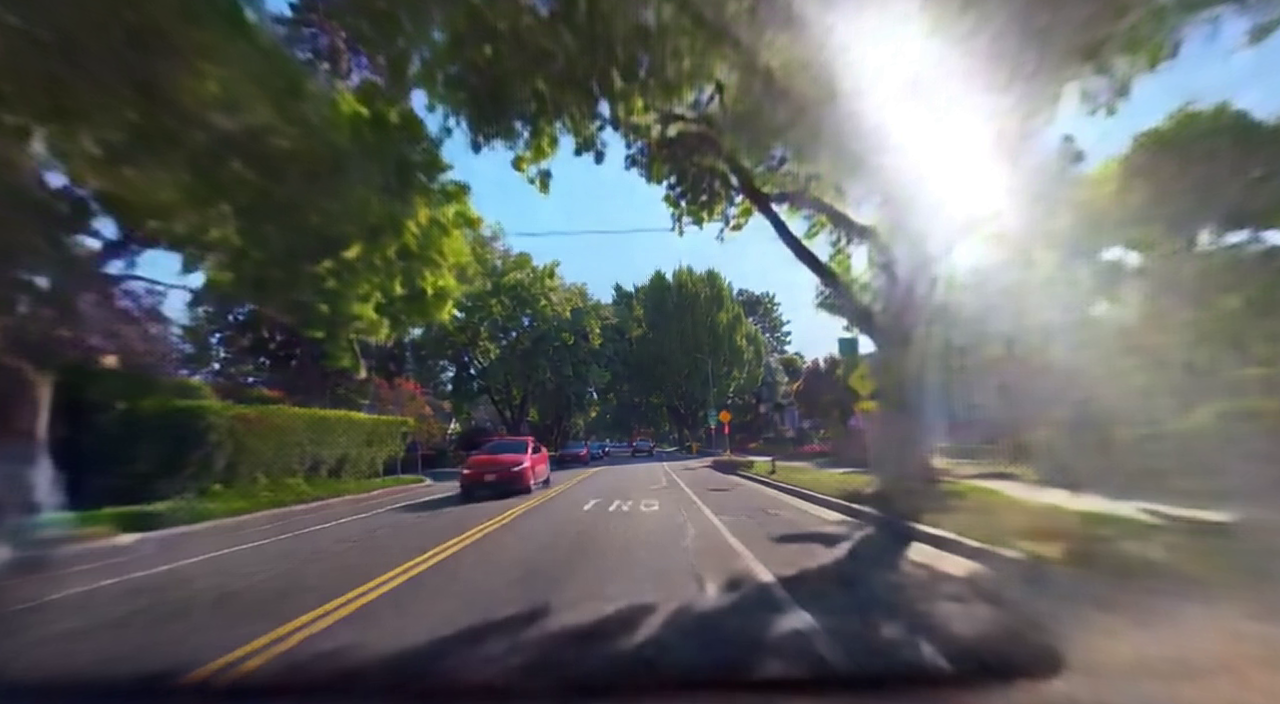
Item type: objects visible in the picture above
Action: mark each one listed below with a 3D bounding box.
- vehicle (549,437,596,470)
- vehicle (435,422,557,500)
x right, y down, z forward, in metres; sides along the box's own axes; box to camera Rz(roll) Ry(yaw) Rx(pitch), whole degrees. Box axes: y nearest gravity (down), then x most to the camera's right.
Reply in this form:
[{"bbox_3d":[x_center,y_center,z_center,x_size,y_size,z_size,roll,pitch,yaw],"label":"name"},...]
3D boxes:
[{"bbox_3d":[-3.891,5.922,36.956,2.134,1.821,4.719,0,-8,1],"label":"vehicle"},{"bbox_3d":[-4.032,3.155,18.749,2.267,1.975,5.112,0,-8,2],"label":"vehicle"}]
